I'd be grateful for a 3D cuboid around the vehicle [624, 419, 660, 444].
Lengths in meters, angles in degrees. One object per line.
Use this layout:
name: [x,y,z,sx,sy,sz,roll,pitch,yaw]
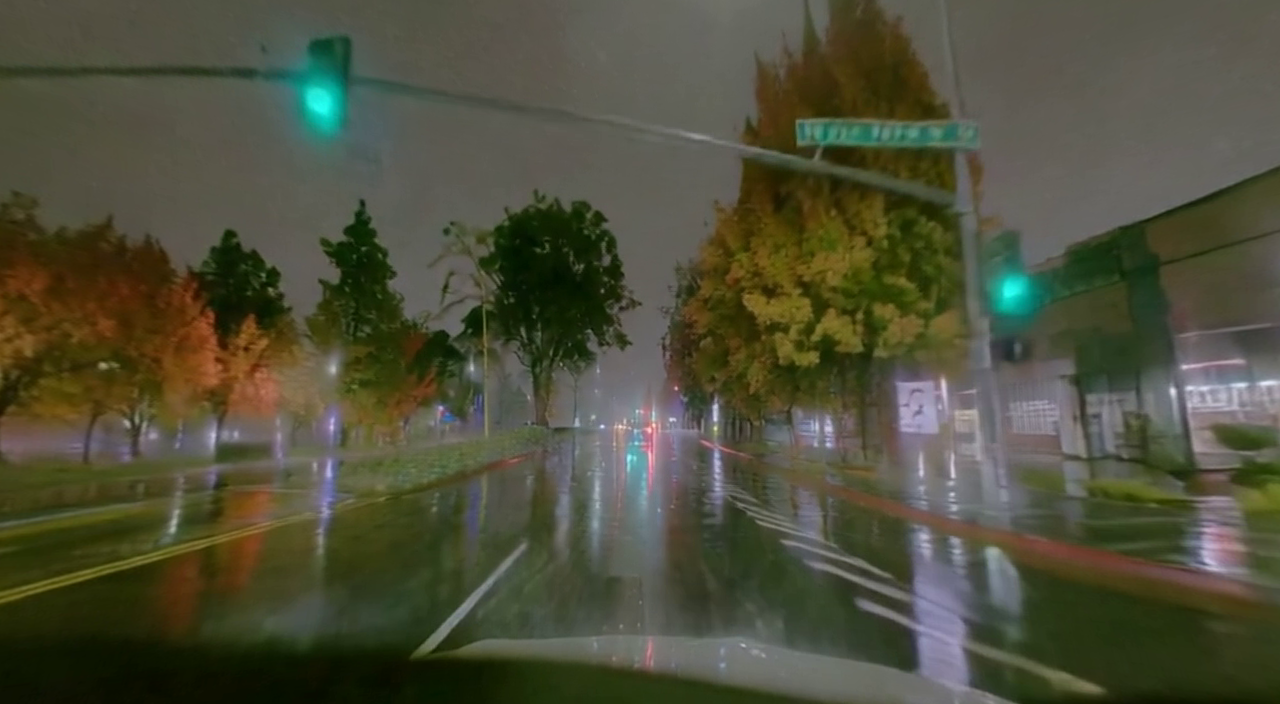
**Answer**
vehicle: [0.097,4.986,39.246,2.115,1.461,3.976,0,-8,-1]
